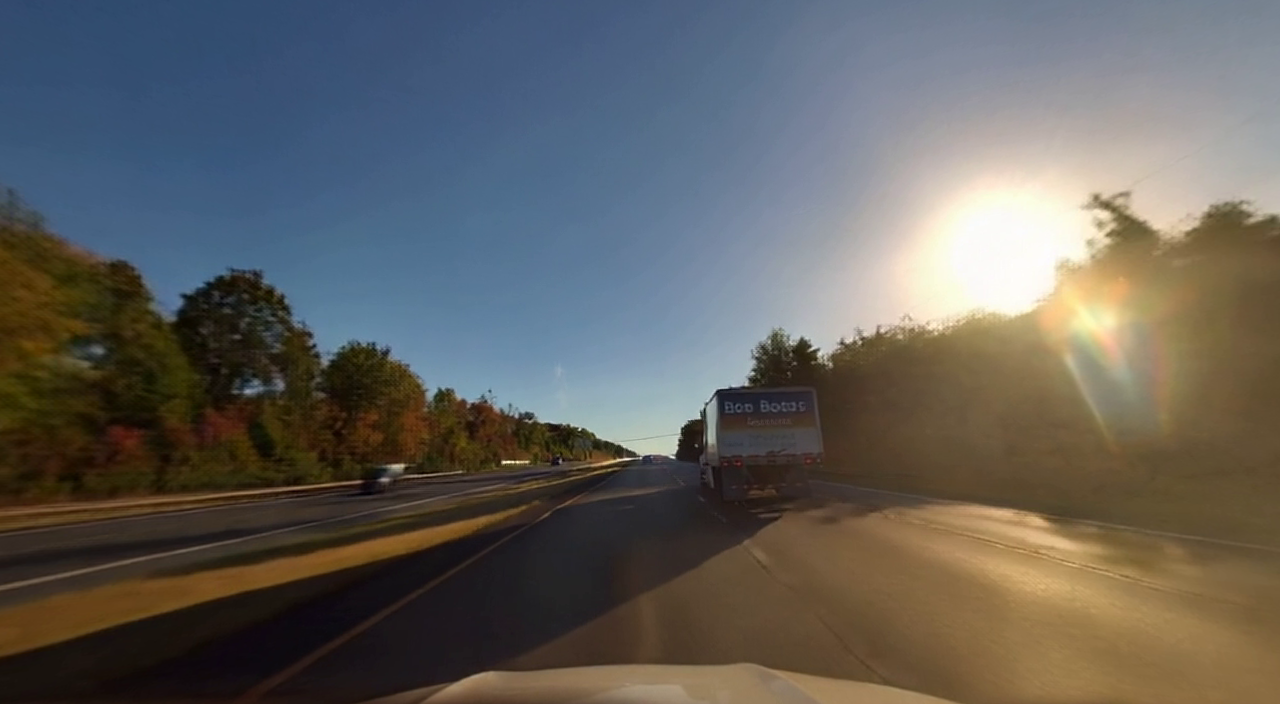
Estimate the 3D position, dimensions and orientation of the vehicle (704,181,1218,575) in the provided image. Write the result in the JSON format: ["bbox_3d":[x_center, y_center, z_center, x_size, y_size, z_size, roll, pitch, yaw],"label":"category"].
[{"bbox_3d":[4.065,1.502,15.078,3.537,4.071,17.399,0,-9,1],"label":"vehicle"}]

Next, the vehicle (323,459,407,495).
[{"bbox_3d":[-13.283,6.054,30.592,1.934,1.501,4.635,0,-9,1],"label":"vehicle"}]
